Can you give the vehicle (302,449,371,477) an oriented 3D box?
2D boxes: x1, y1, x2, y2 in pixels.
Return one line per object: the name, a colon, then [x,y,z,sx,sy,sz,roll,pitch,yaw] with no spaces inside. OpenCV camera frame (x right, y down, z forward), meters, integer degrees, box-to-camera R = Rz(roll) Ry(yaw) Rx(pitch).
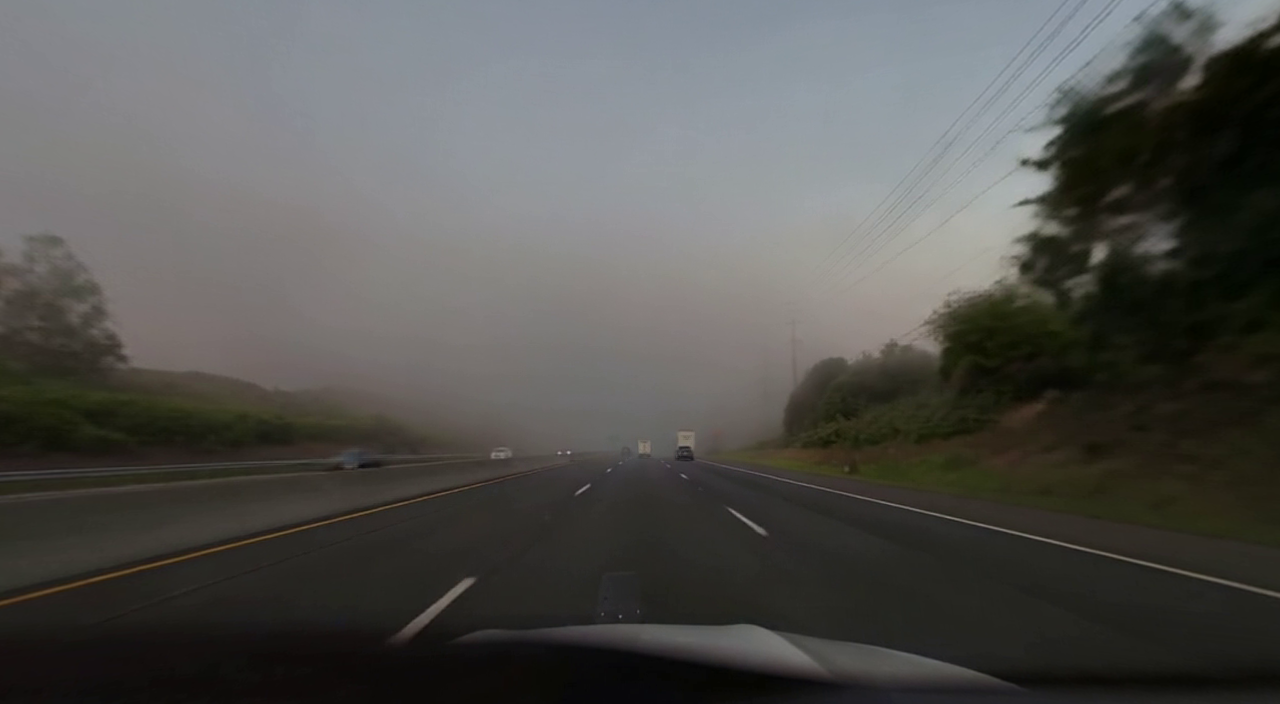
vehicle: [-18.648,6.818,38.720,2.056,1.639,4.295,0,-9,1]
